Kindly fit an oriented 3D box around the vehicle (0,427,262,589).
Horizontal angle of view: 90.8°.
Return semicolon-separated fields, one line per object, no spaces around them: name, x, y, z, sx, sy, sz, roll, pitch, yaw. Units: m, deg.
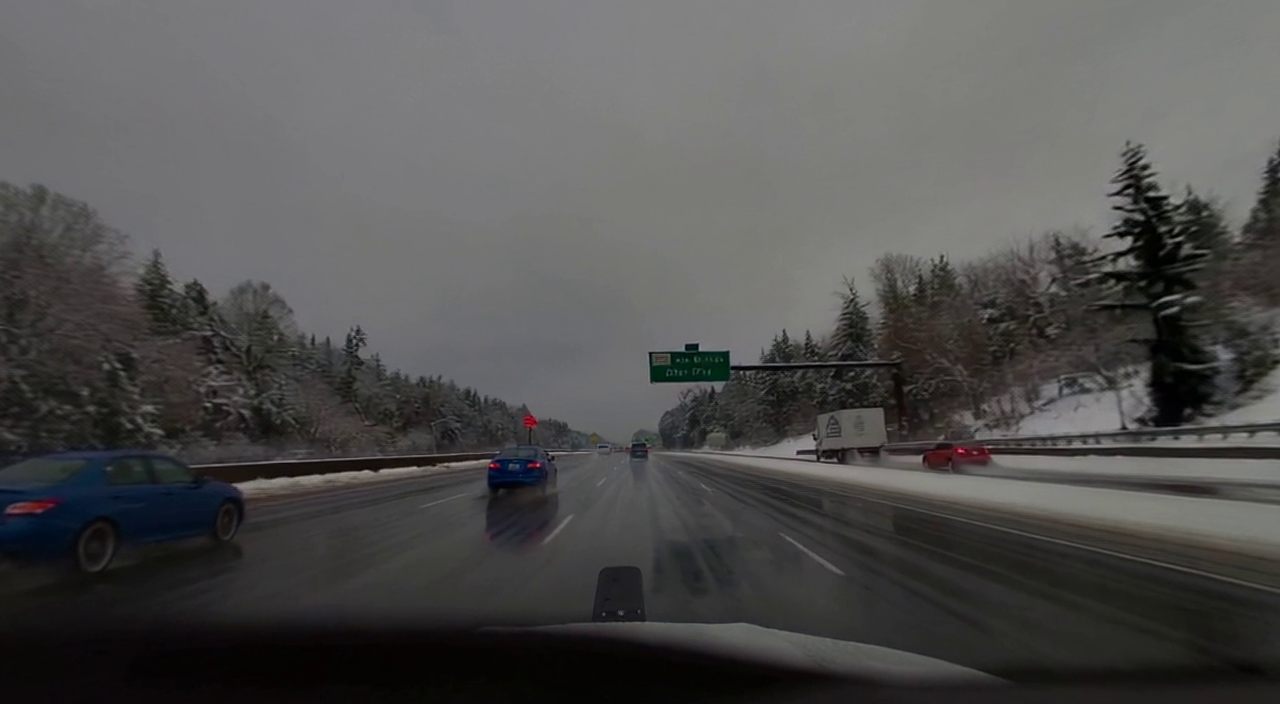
vehicle;-7.129;1.771;7.850;1.955;1.540;4.715;0;-9;-1

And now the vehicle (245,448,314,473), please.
vehicle;-24.841;7.487;43.791;1.978;1.573;4.700;0;-9;0

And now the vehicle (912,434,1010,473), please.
vehicle;15.143;4.832;30.176;2.081;1.707;4.756;0;-9;-1

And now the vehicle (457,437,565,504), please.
vehicle;-3.281;3.103;16.963;2.020;1.554;4.137;0;-9;0
